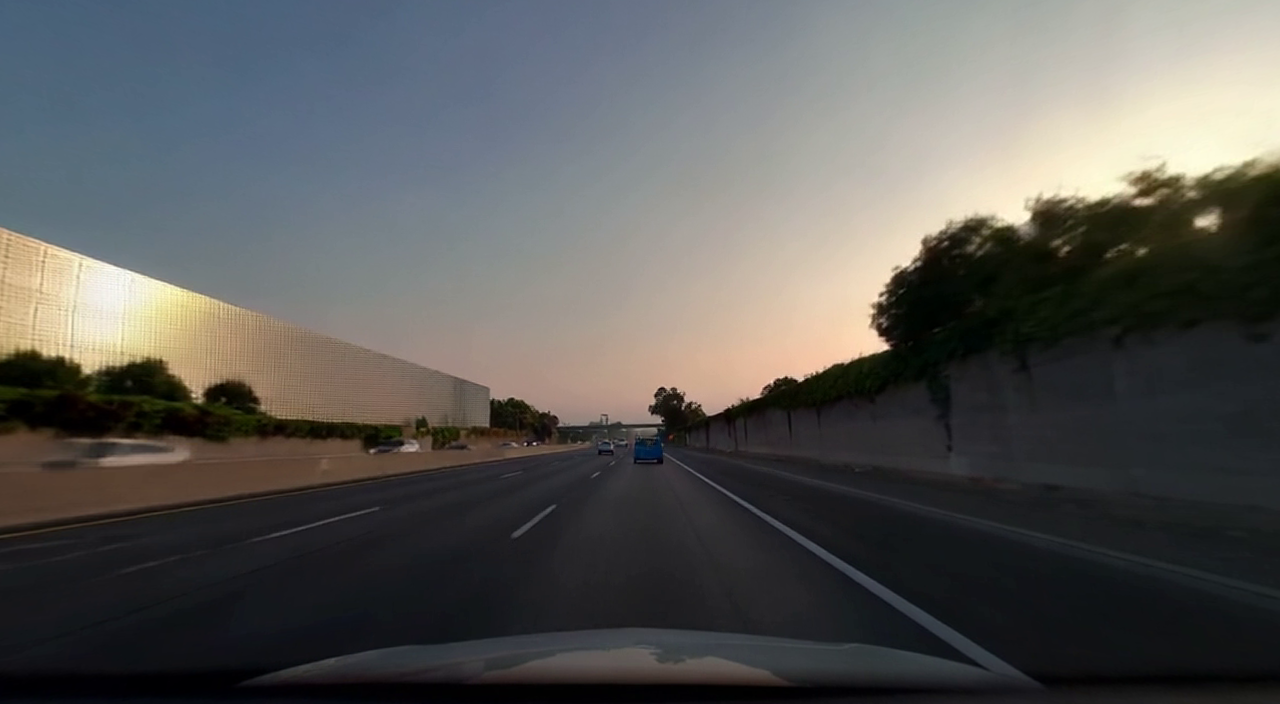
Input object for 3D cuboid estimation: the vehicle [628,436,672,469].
[{"bbox_3d":[0.470,4.904,30.866,1.997,1.484,3.409,0,-8,0],"label":"vehicle"}]
